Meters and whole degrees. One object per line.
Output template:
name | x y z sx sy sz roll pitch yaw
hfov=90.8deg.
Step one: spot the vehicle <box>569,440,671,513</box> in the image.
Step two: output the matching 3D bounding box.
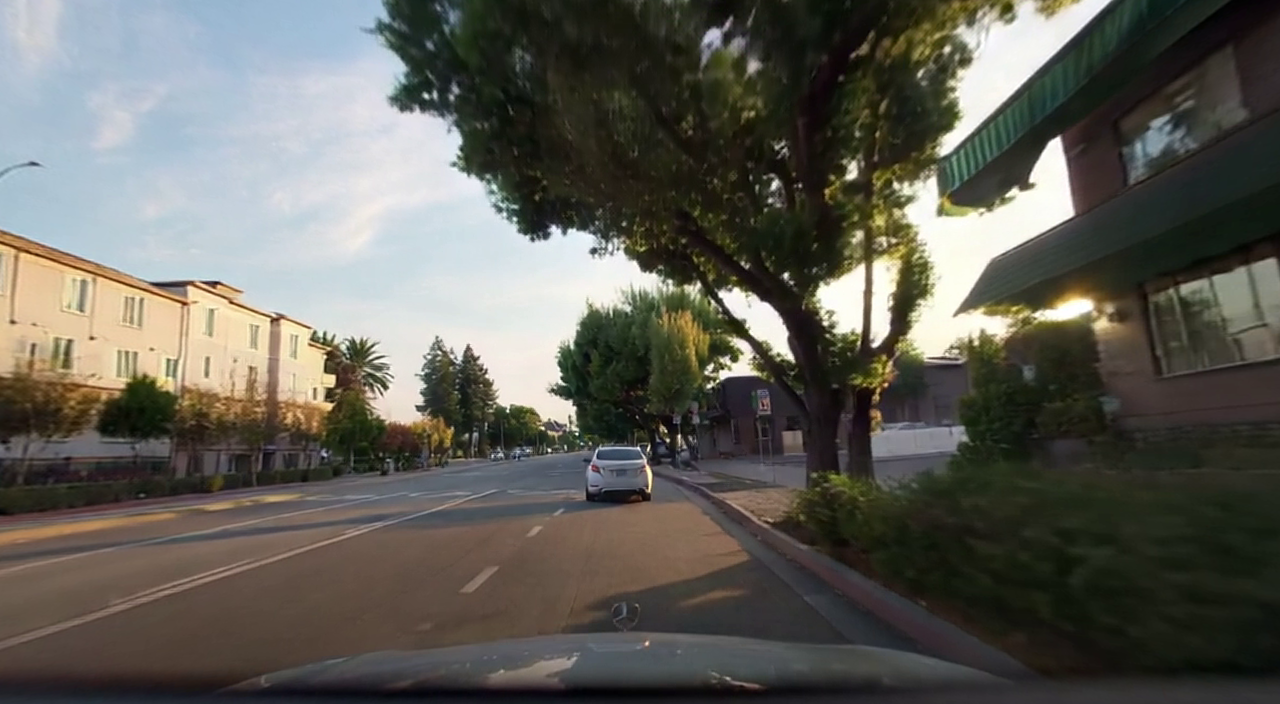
vehicle | -0.506 2.924 15.333 2.116 1.479 4.358 0 -9 -2
